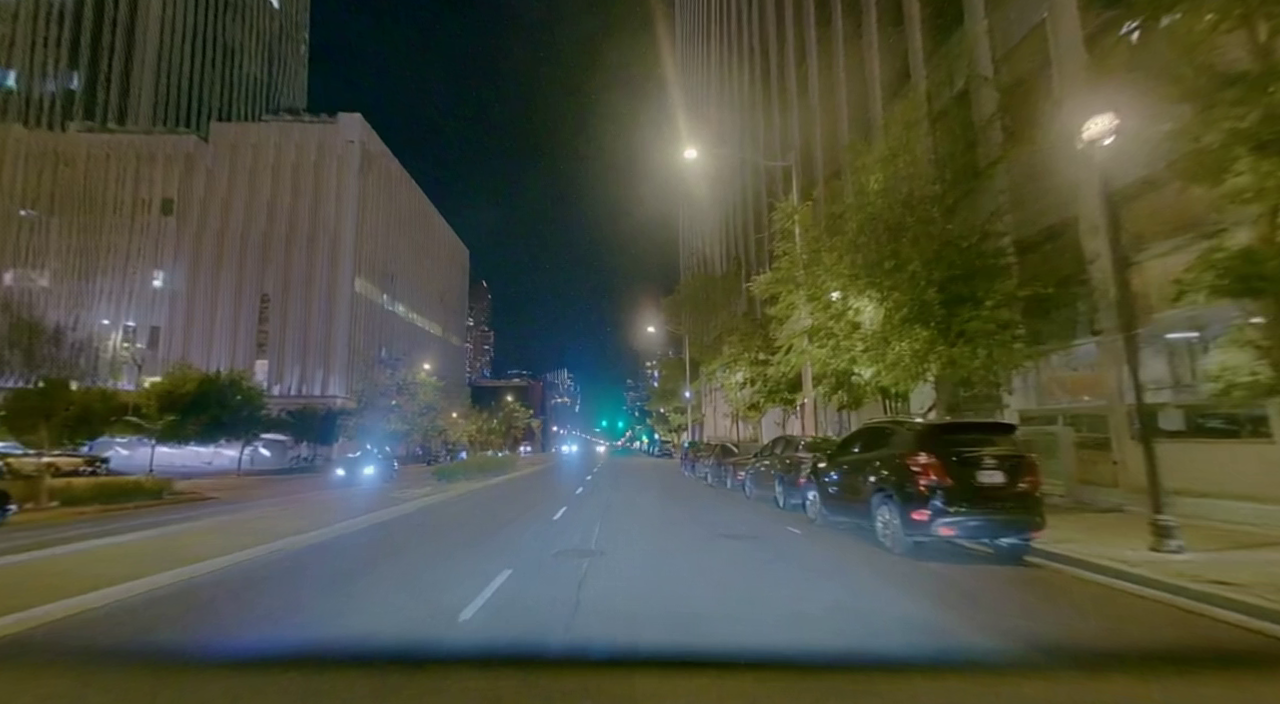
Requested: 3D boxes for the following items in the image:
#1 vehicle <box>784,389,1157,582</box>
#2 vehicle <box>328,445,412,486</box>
[{"bbox_3d":[3.841,1.678,8.852,2.129,1.853,5.275,0,-8,-3],"label":"vehicle"},{"bbox_3d":[-11.855,4.975,28.124,1.950,1.629,4.333,0,-8,-2],"label":"vehicle"}]
